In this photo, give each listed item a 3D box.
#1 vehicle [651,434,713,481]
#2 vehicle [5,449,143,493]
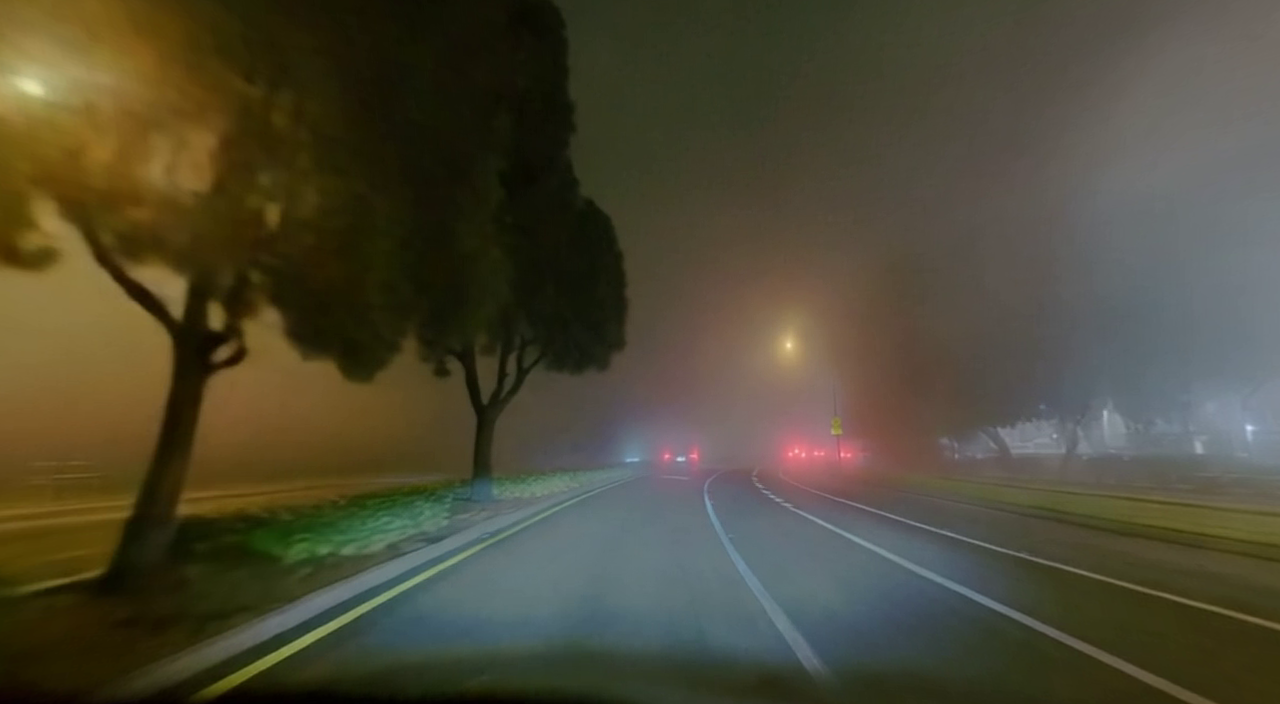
[{"bbox_3d":[2.059,4.780,28.855,2.371,1.926,5.615,-1,-9,8],"label":"vehicle"},{"bbox_3d":[-21.615,4.516,24.254,1.829,1.501,4.149,1,-9,-8],"label":"vehicle"}]
